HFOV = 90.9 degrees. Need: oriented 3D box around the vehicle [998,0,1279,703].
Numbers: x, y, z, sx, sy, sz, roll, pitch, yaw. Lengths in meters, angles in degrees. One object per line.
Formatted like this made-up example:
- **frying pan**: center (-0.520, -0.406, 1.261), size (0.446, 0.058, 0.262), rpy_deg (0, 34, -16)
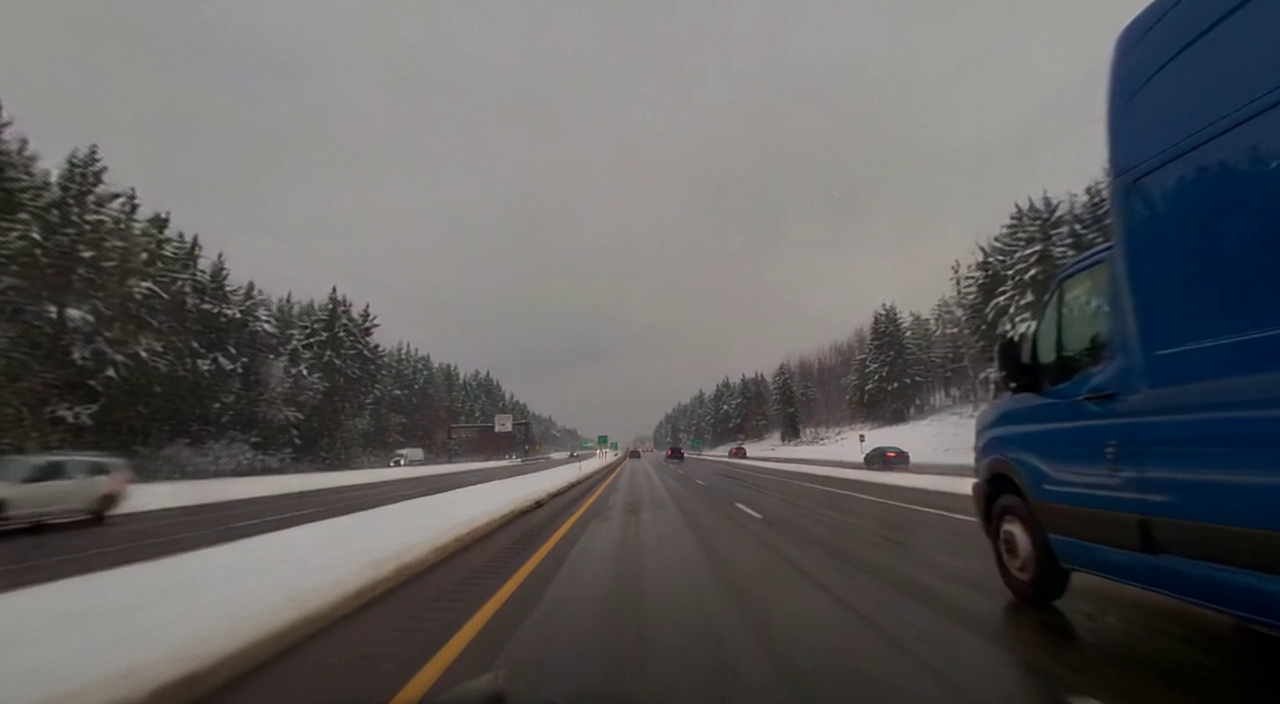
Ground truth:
- **vehicle**: center (4.009, -0.384, 1.044), size (3.012, 3.933, 6.192), rpy_deg (0, -9, 0)
